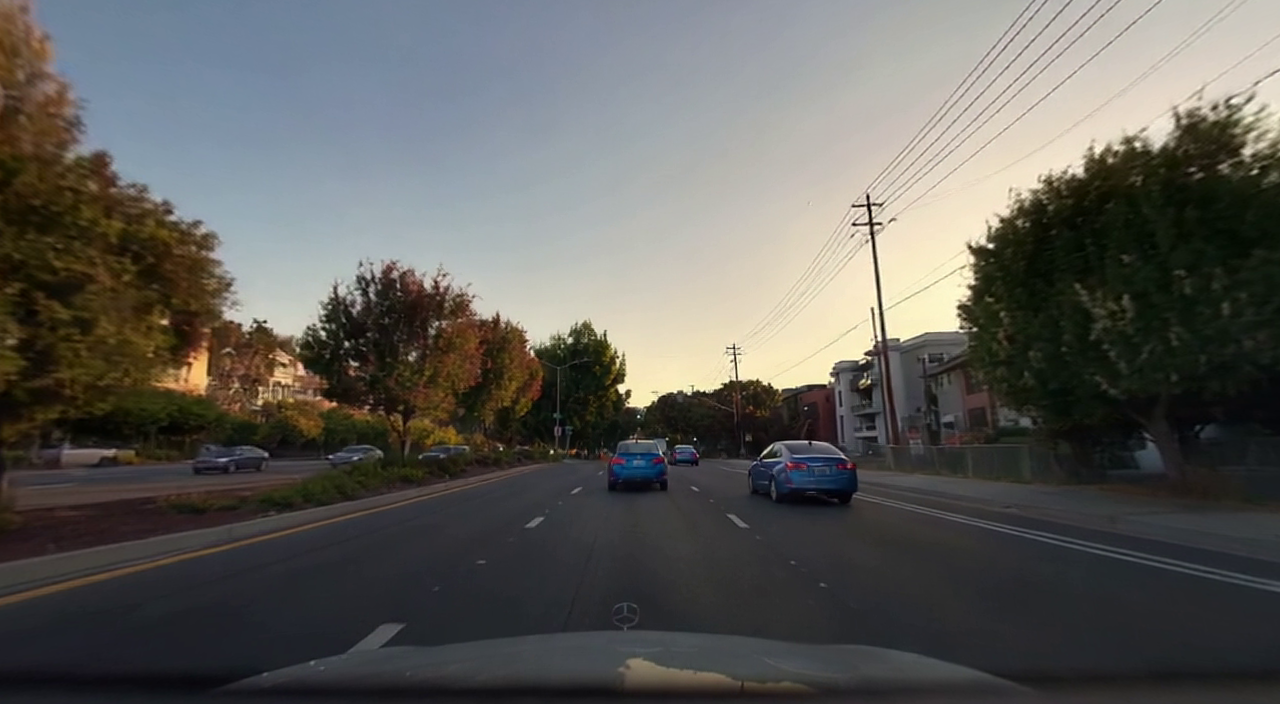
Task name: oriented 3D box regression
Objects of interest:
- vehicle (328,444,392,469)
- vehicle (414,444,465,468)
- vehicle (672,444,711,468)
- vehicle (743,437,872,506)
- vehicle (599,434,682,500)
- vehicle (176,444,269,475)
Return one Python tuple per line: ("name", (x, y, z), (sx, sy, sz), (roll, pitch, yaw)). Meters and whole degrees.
("vehicle", (-17.406, 6.498, 39.506), (1.873, 1.459, 4.447), (0, -9, 1))
("vehicle", (-13.776, 7.159, 43.638), (1.981, 1.572, 4.575), (0, -9, 0))
("vehicle", (3.255, 6.724, 41.042), (2.054, 1.461, 4.321), (0, -9, -1))
("vehicle", (4.140, 3.023, 16.467), (2.086, 1.534, 4.351), (0, -9, -1))
("vehicle", (-0.027, 3.174, 17.804), (2.073, 1.606, 3.933), (0, -9, -1))
("vehicle", (-21.607, 5.552, 32.924), (1.821, 1.485, 4.393), (0, -9, 0))
